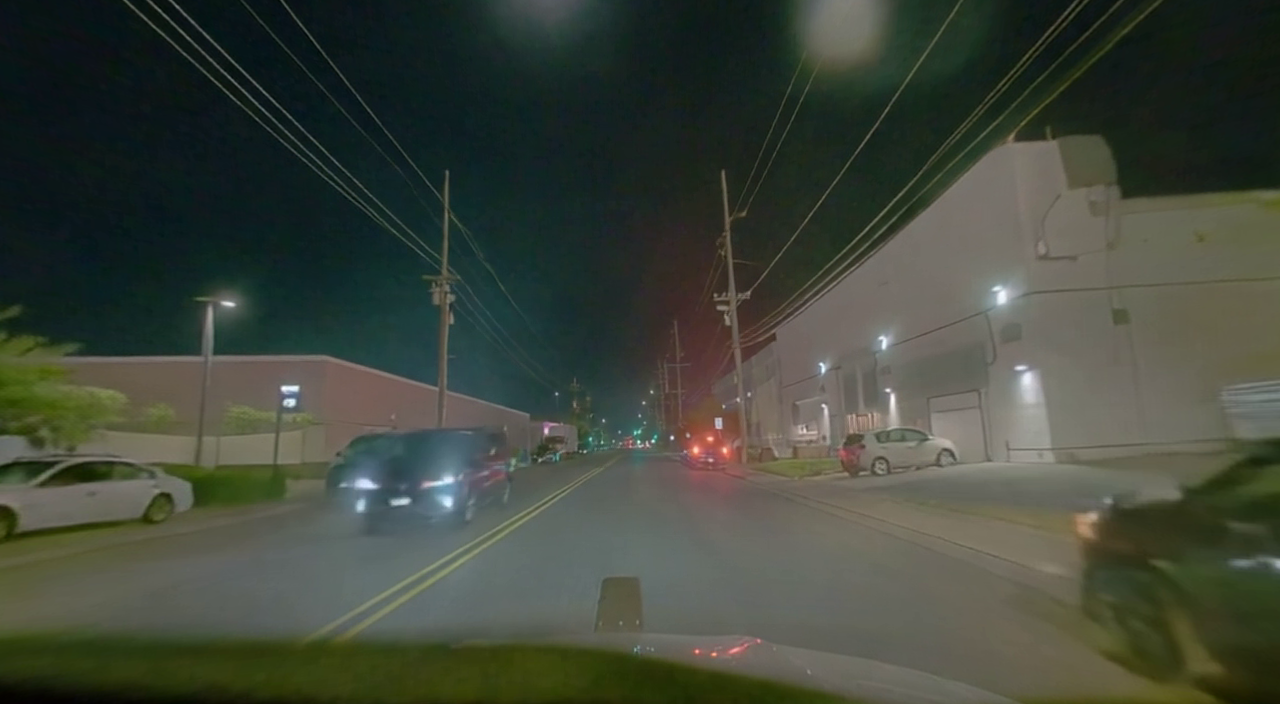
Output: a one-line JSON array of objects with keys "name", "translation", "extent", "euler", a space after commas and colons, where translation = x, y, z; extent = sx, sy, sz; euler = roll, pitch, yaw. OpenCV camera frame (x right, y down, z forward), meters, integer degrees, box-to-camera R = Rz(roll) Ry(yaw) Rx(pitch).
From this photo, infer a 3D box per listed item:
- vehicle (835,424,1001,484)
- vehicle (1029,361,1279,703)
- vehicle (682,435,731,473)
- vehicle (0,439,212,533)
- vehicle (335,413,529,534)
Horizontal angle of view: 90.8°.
[{"name": "vehicle", "translation": [8.893, 3.291, 20.555], "extent": [4.406, 1.822, 2.071], "euler": [0, -8, 2]}, {"name": "vehicle", "translation": [3.930, 0.832, 2.295], "extent": [2.092, 1.730, 4.595], "euler": [0, -8, 0]}, {"name": "vehicle", "translation": [3.765, 5.904, 36.833], "extent": [2.333, 1.967, 6.008], "euler": [0, -8, 2]}, {"name": "vehicle", "translation": [-11.853, 2.638, 12.800], "extent": [4.936, 1.703, 1.959], "euler": [4, -9, -26]}, {"name": "vehicle", "translation": [-3.721, 2.277, 12.478], "extent": [2.229, 1.889, 4.816], "euler": [0, -8, -1]}]
